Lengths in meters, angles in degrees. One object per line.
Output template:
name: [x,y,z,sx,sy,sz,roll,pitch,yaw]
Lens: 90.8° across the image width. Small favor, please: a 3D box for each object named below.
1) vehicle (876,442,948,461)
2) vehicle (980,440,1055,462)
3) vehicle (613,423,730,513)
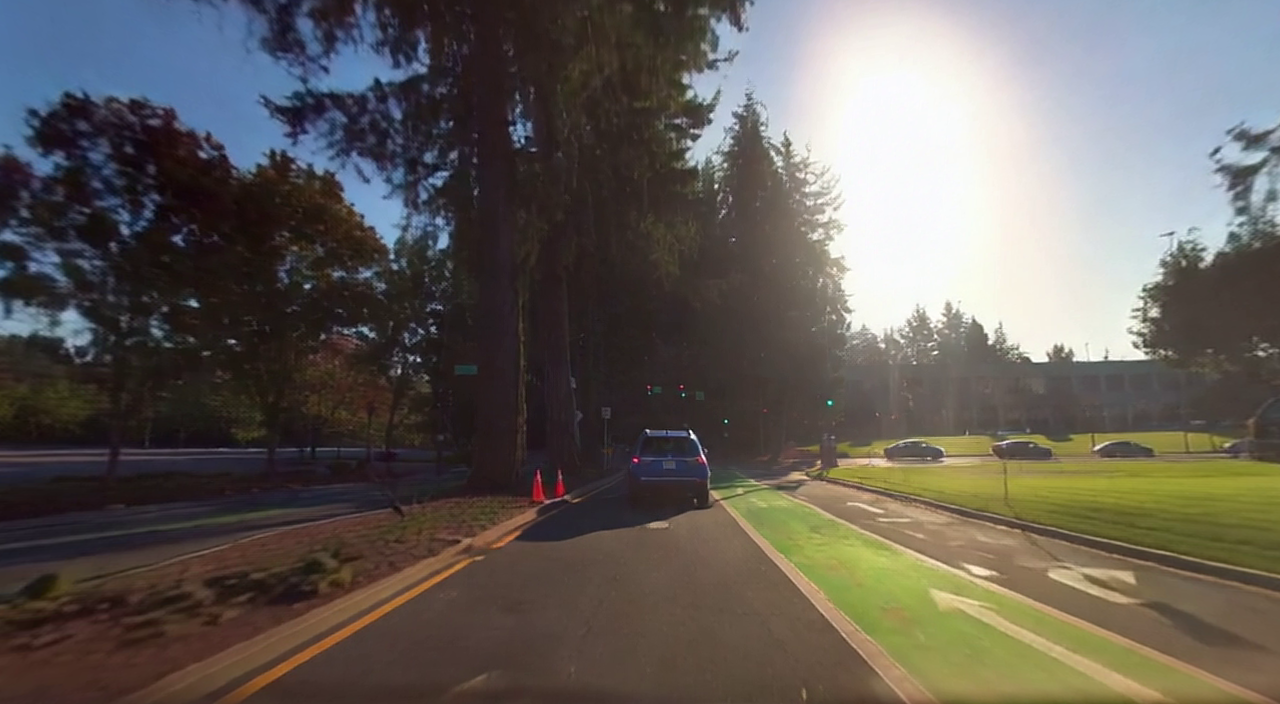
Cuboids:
vehicle: [20.346,7.474,47.334,4.492,1.422,1.961,0,-9,1]
vehicle: [28.164,7.415,47.229,4.343,1.518,1.845,0,-10,-1]
vehicle: [0.682,2.675,15.043,2.339,1.790,4.629,0,-9,1]
